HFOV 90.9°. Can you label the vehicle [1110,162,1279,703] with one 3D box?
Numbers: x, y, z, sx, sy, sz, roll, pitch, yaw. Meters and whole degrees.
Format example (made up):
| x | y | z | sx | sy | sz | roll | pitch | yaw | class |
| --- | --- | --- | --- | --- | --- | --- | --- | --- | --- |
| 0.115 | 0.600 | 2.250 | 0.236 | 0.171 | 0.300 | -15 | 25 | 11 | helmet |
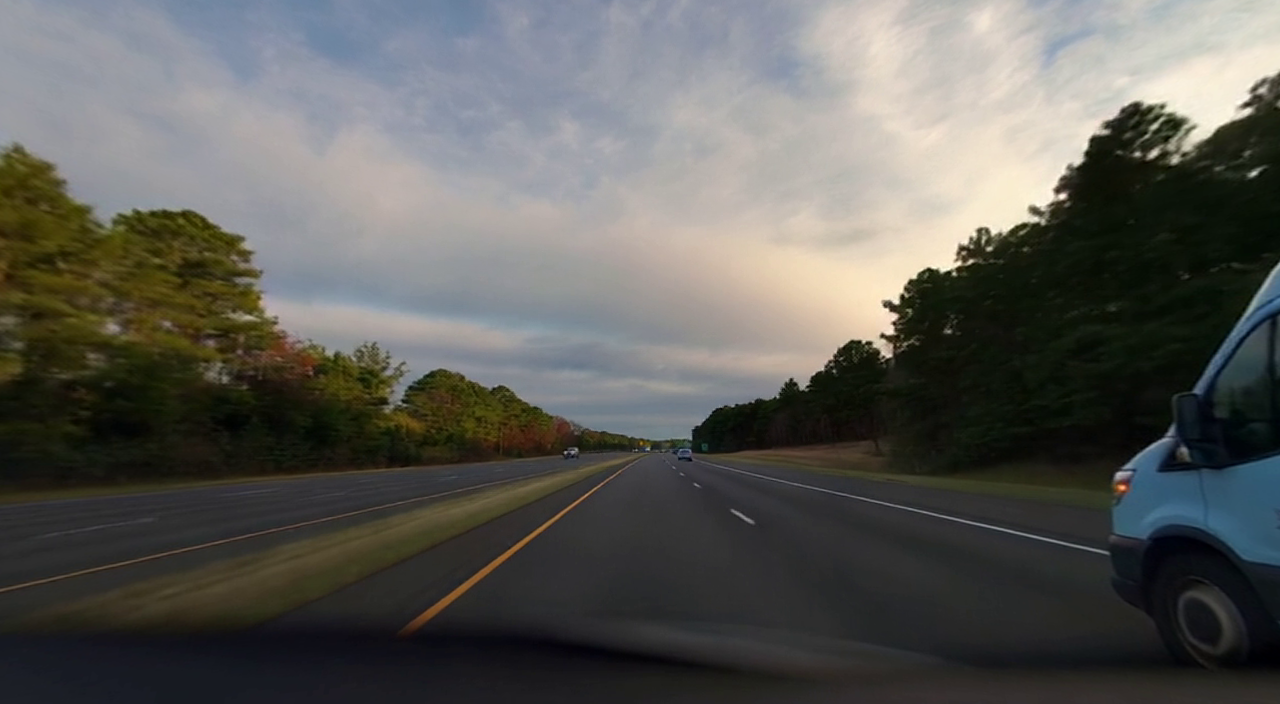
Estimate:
| x | y | z | sx | sy | sz | roll | pitch | yaw | class |
| --- | --- | --- | --- | --- | --- | --- | --- | --- | --- |
| 4.097 | 0.104 | 0.530 | 2.522 | 2.556 | 6.180 | 0 | -9 | 0 | vehicle |
